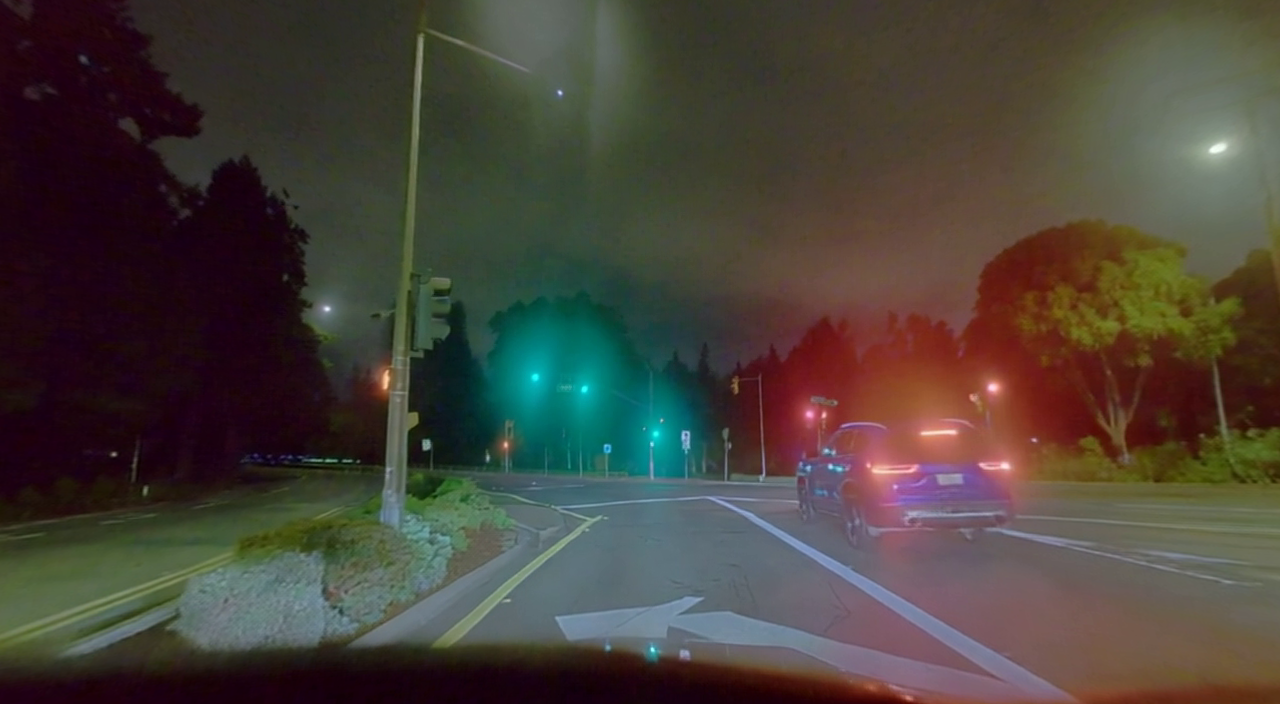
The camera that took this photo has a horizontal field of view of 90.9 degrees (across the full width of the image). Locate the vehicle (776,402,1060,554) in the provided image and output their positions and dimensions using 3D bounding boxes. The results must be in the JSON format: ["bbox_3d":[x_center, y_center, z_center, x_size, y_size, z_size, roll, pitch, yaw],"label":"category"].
[{"bbox_3d":[3.840,1.850,10.015,2.284,1.788,4.871,0,-8,0],"label":"vehicle"}]
